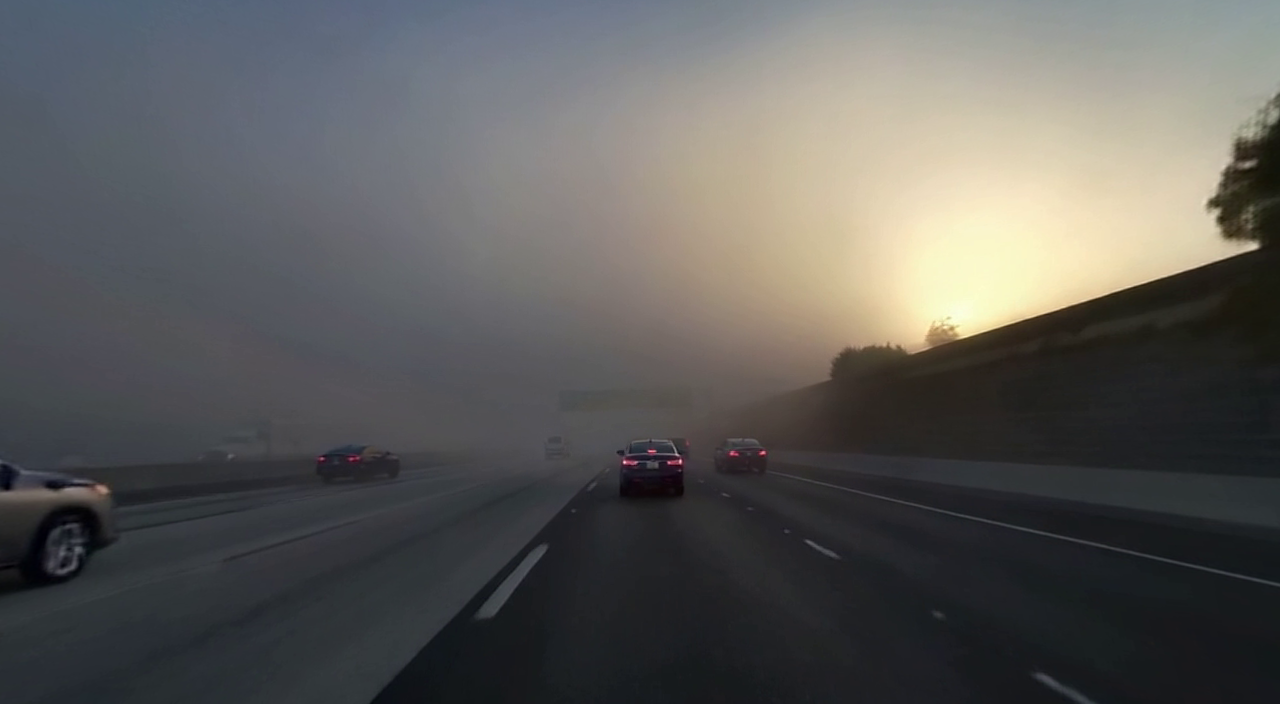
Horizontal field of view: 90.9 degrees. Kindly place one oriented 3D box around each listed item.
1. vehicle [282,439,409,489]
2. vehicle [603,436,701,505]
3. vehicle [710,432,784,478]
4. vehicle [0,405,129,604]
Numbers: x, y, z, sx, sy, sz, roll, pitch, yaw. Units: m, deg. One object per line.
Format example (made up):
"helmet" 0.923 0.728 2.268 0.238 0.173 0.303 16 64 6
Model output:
"vehicle" -10.058 3.847 22.053 2.019 1.510 4.992 0 -8 0
"vehicle" 0.197 2.815 15.463 2.042 1.446 4.269 0 -8 -1
"vehicle" 4.251 4.161 25.743 2.100 1.707 4.342 0 -8 -2
"vehicle" -6.436 1.170 4.477 2.060 1.669 4.242 0 -8 -1
